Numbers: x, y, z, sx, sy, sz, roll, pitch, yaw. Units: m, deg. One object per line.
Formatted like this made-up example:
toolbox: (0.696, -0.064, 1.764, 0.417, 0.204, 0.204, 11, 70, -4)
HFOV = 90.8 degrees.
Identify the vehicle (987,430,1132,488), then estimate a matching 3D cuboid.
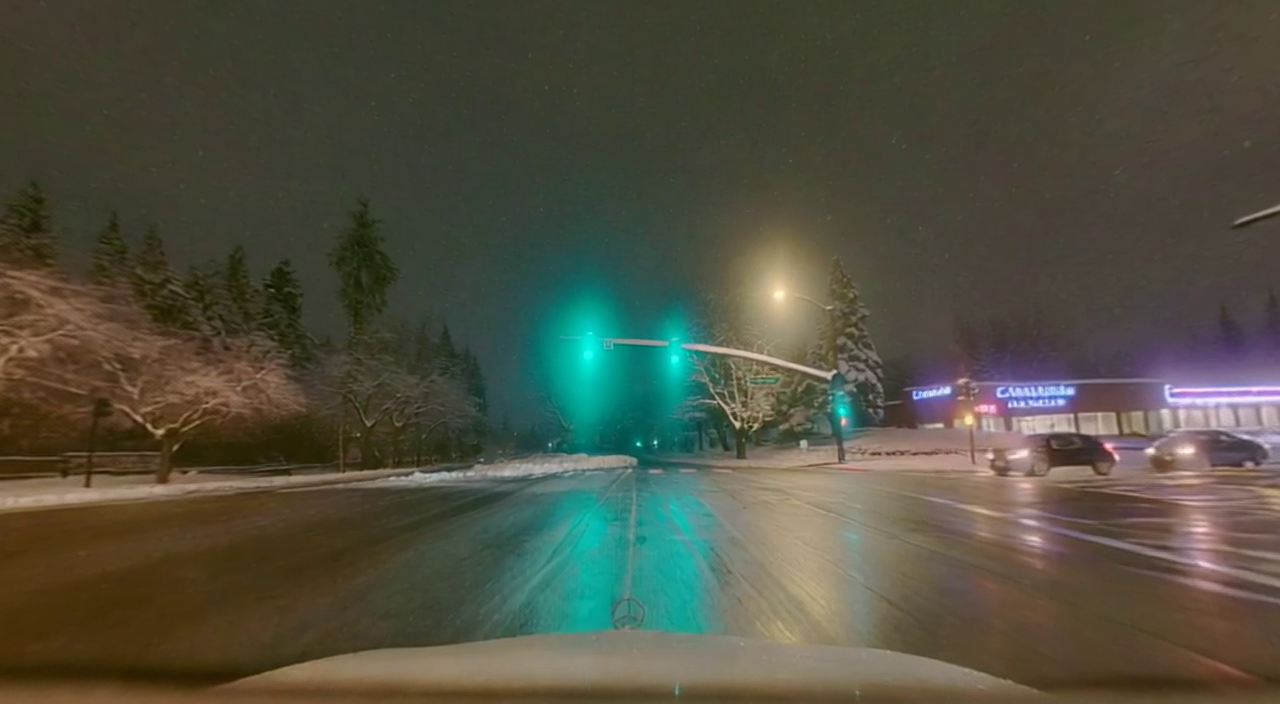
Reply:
vehicle: (13.319, 3.362, 20.095, 3.780, 1.496, 1.867, 0, -8, -21)

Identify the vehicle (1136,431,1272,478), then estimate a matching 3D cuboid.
vehicle: (19.662, 3.548, 22.046, 3.942, 1.505, 1.848, 3, -9, -22)
